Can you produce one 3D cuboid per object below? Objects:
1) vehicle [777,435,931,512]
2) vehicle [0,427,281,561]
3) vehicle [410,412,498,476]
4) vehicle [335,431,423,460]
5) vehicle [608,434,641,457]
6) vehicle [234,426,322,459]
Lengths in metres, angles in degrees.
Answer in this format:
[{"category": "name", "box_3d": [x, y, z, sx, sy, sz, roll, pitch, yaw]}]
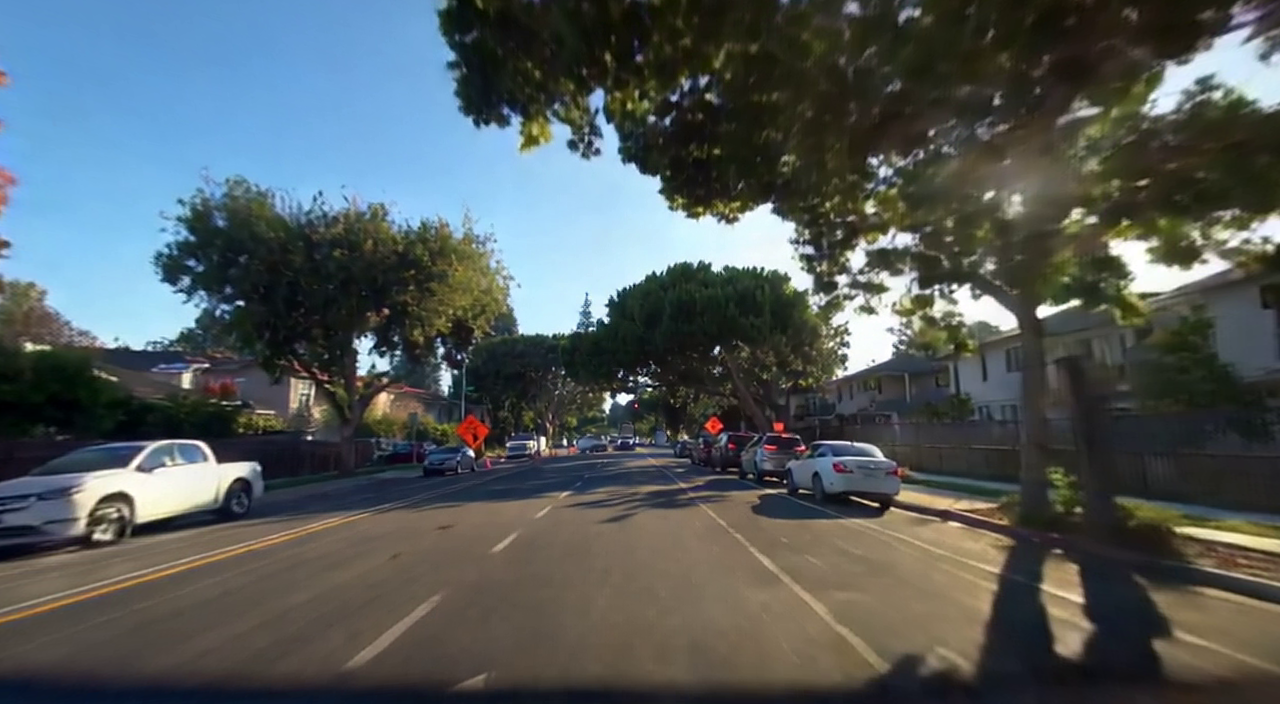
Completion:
[{"category": "vehicle", "box_3d": [4.648, 2.695, 14.514, 1.912, 1.463, 4.477, 0, -8, -1]}, {"category": "vehicle", "box_3d": [-8.203, 2.138, 10.325, 1.950, 1.672, 4.664, 0, -8, -2]}, {"category": "vehicle", "box_3d": [-8.165, 4.093, 28.135, 2.526, 2.631, 4.228, 0, -8, 1]}, {"category": "vehicle", "box_3d": [-16.902, 6.105, 40.958, 4.779, 1.823, 1.964, 0, -8, 0]}, {"category": "vehicle", "box_3d": [-1.030, 6.356, 42.869, 2.151, 1.481, 4.084, 0, -8, 0]}, {"category": "vehicle", "box_3d": [-23.749, 5.937, 41.360, 4.491, 2.031, 2.045, -1, -8, 0]}]
